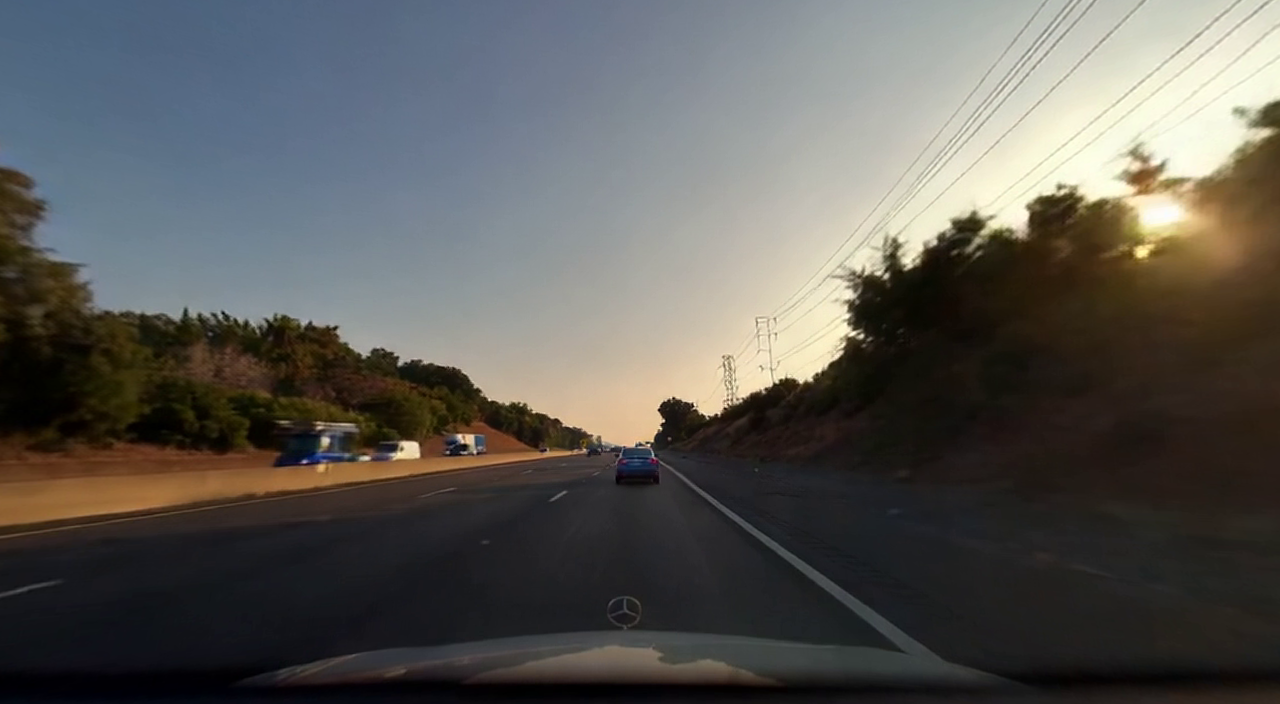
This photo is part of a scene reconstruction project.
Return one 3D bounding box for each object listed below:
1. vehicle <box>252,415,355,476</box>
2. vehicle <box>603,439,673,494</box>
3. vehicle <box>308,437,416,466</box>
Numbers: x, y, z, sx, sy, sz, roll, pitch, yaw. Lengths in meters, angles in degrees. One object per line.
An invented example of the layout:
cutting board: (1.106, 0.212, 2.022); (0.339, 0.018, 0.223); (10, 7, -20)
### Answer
vehicle: (-20.527, 5.797, 38.953); (2.891, 3.408, 5.972); (0, -9, 1)
vehicle: (-0.076, 3.511, 19.712); (1.966, 1.499, 4.298); (0, -9, -1)
vehicle: (-20.406, 7.424, 47.301); (2.783, 1.863, 11.406); (0, -8, 1)
